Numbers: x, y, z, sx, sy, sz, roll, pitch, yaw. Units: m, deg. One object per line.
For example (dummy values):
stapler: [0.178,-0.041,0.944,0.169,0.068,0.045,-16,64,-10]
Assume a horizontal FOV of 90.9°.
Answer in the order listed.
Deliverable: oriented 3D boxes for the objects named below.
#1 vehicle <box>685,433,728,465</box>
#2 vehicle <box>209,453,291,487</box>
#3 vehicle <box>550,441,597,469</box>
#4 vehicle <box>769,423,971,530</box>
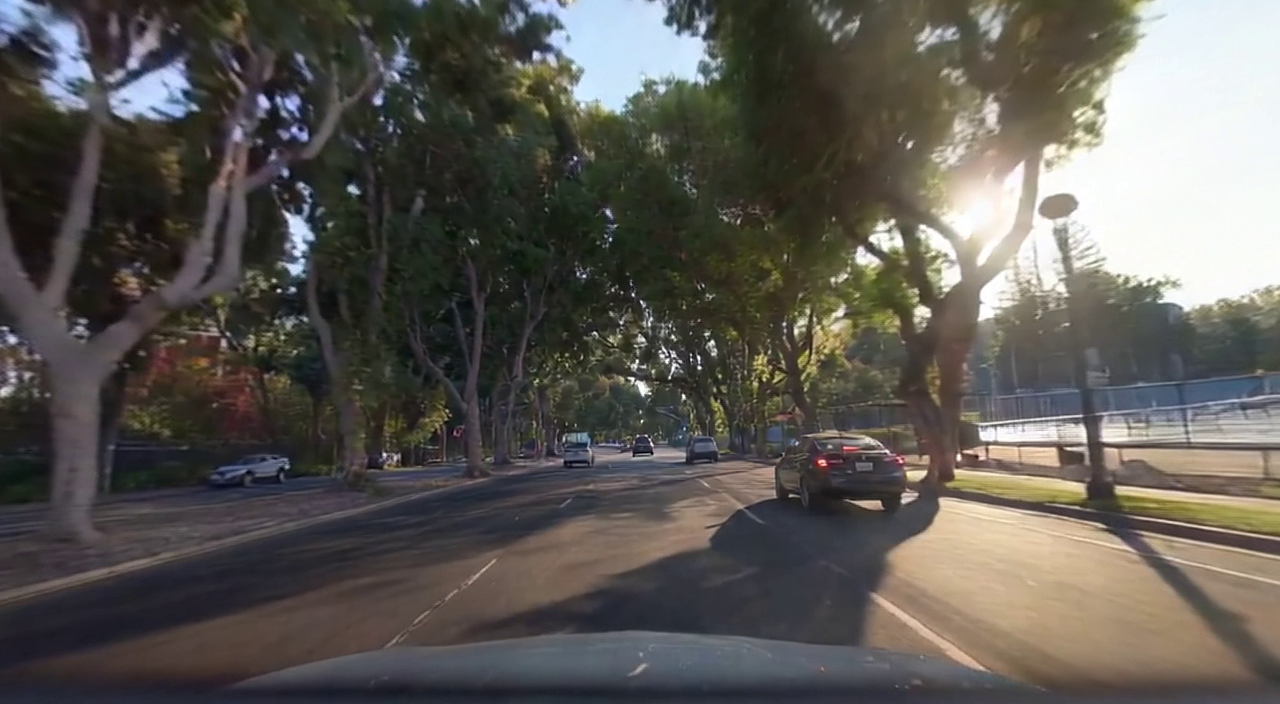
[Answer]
vehicle: [3.815,5.683,37.028,1.980,1.709,4.367,0,-8,-1]
vehicle: [-22.578,6.797,36.718,1.959,1.733,4.681,0,-8,-3]
vehicle: [-3.460,5.447,33.503,2.013,1.354,3.908,0,-8,1]
vehicle: [3.700,2.078,11.091,1.919,1.502,4.232,0,-8,-1]
